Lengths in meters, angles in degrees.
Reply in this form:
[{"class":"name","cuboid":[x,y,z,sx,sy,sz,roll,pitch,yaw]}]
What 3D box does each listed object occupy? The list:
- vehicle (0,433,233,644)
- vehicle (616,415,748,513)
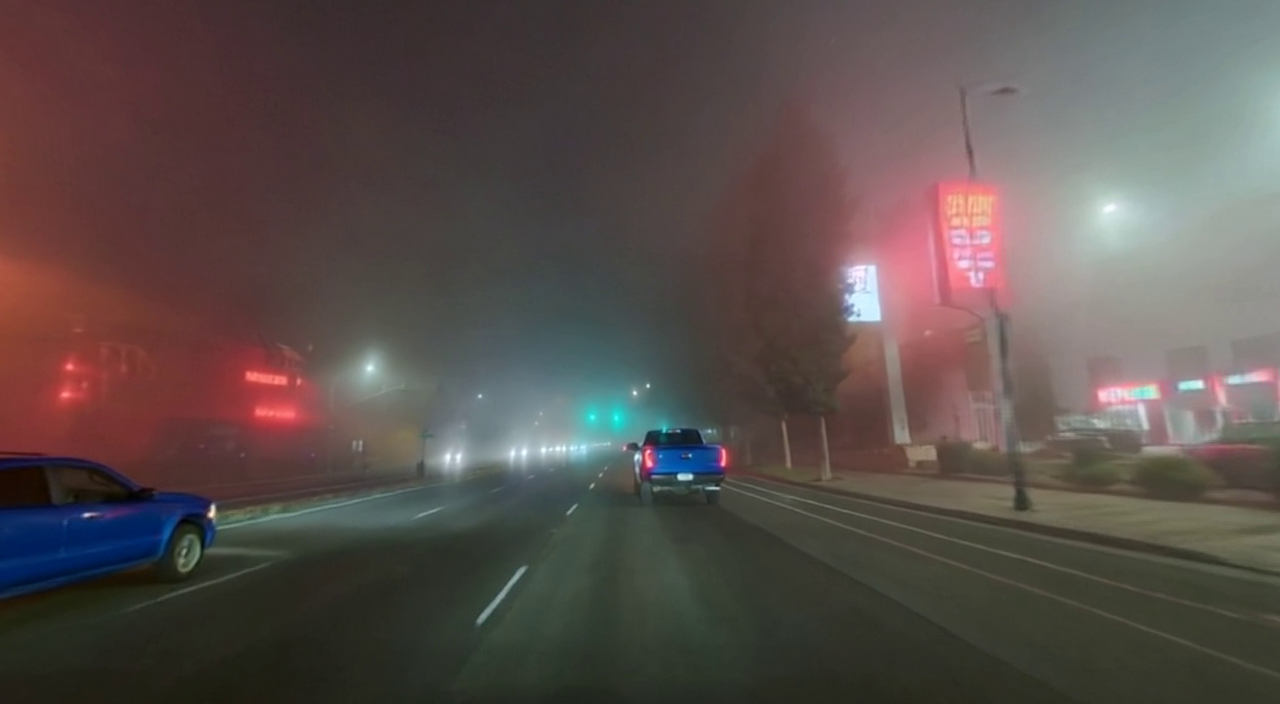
[{"class":"vehicle","cuboid":[-5.338,1.311,4.506,1.888,1.424,4.553,0,-9,-1]},{"class":"vehicle","cuboid":[0.735,2.702,15.624,2.590,1.932,5.776,0,-9,-3]}]
